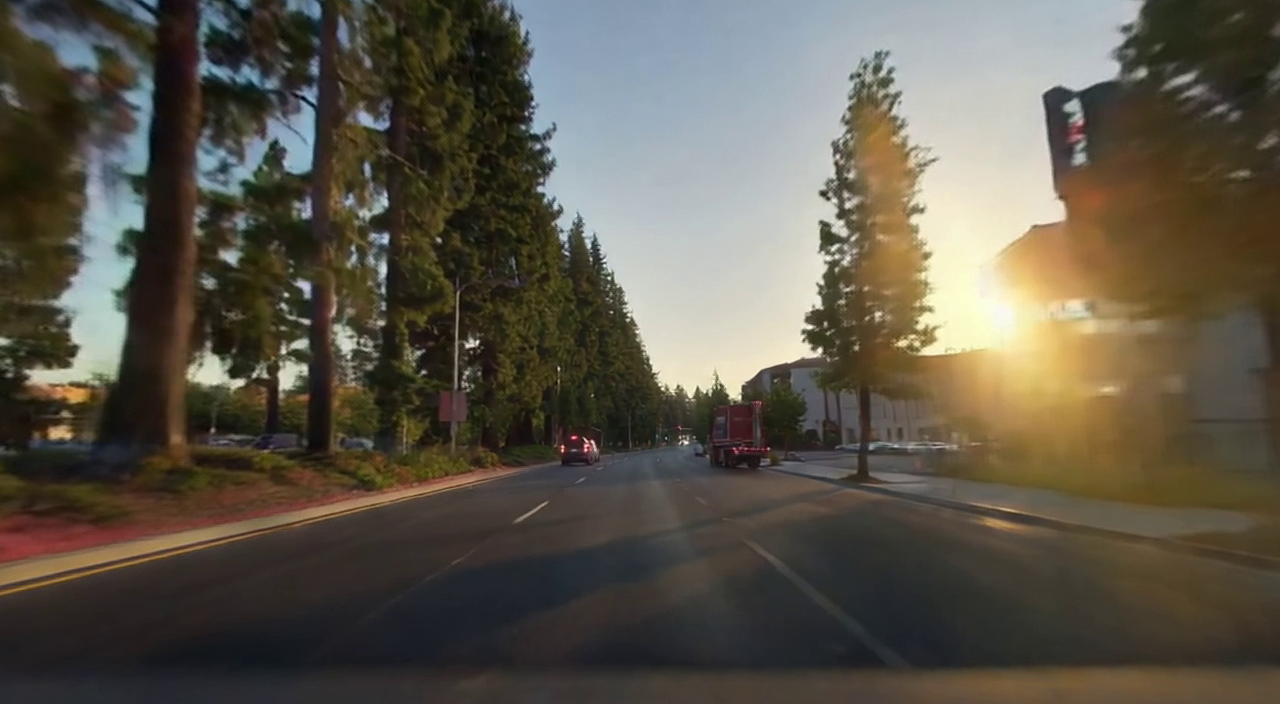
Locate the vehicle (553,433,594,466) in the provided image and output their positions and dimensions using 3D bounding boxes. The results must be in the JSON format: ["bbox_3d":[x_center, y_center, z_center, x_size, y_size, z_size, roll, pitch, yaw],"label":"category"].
[{"bbox_3d":[-4.429,6.627,42.866,2.270,2.068,5.865,0,-8,-1],"label":"vehicle"}]

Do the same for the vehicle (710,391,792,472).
[{"bbox_3d":[6.164,4.712,36.800,2.981,4.106,8.794,0,-9,-1],"label":"vehicle"}]
